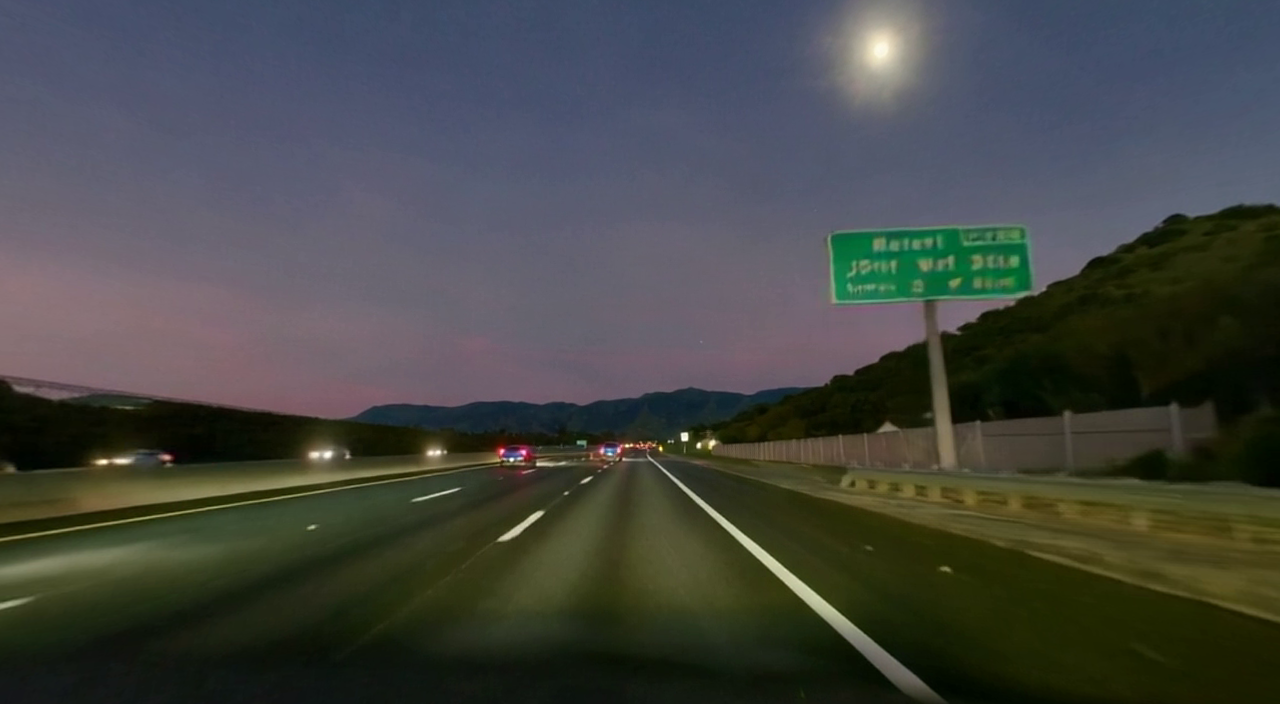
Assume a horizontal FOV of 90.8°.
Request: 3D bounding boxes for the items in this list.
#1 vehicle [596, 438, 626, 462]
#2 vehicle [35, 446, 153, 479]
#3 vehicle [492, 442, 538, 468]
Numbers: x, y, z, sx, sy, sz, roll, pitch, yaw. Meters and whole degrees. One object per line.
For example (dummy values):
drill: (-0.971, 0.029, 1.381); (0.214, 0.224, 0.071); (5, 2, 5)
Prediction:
vehicle: (-2.172, 7.597, 48.917); (2.029, 1.753, 4.718); (0, -9, 1)
vehicle: (-36.582, 7.392, 42.650); (2.354, 1.995, 6.272); (0, -9, 0)
vehicle: (-7.689, 6.374, 39.220); (1.930, 1.508, 4.567); (0, -9, 0)
